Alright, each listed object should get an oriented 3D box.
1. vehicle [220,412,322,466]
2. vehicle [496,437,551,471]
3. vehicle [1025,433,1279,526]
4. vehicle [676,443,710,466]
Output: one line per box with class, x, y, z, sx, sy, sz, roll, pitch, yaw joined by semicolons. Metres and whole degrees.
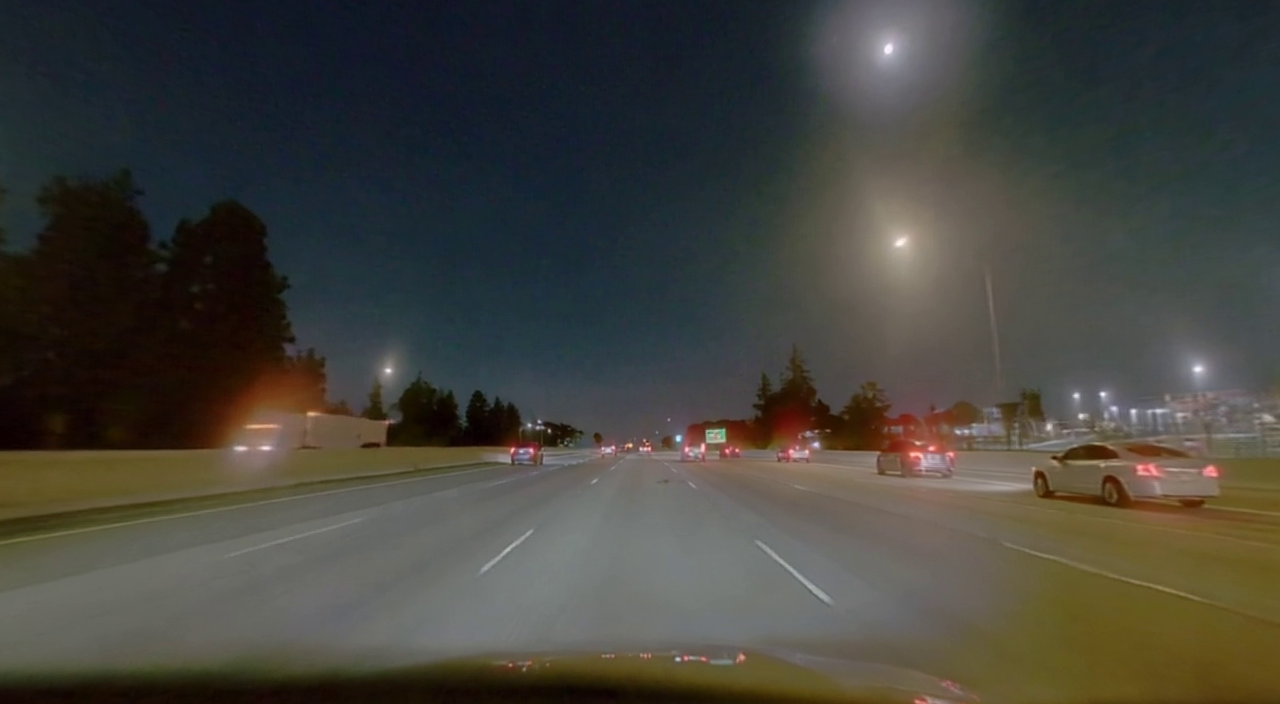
vehicle;-28.906;6.889;49.721;3.119;3.853;7.750;-1;-8;1
vehicle;-6.382;5.603;34.802;2.091;1.746;4.437;0;-9;1
vehicle;10.177;2.396;12.471;1.979;1.467;4.839;0;-8;0
vehicle;3.588;6.996;42.932;1.950;1.453;3.378;0;-9;-1
